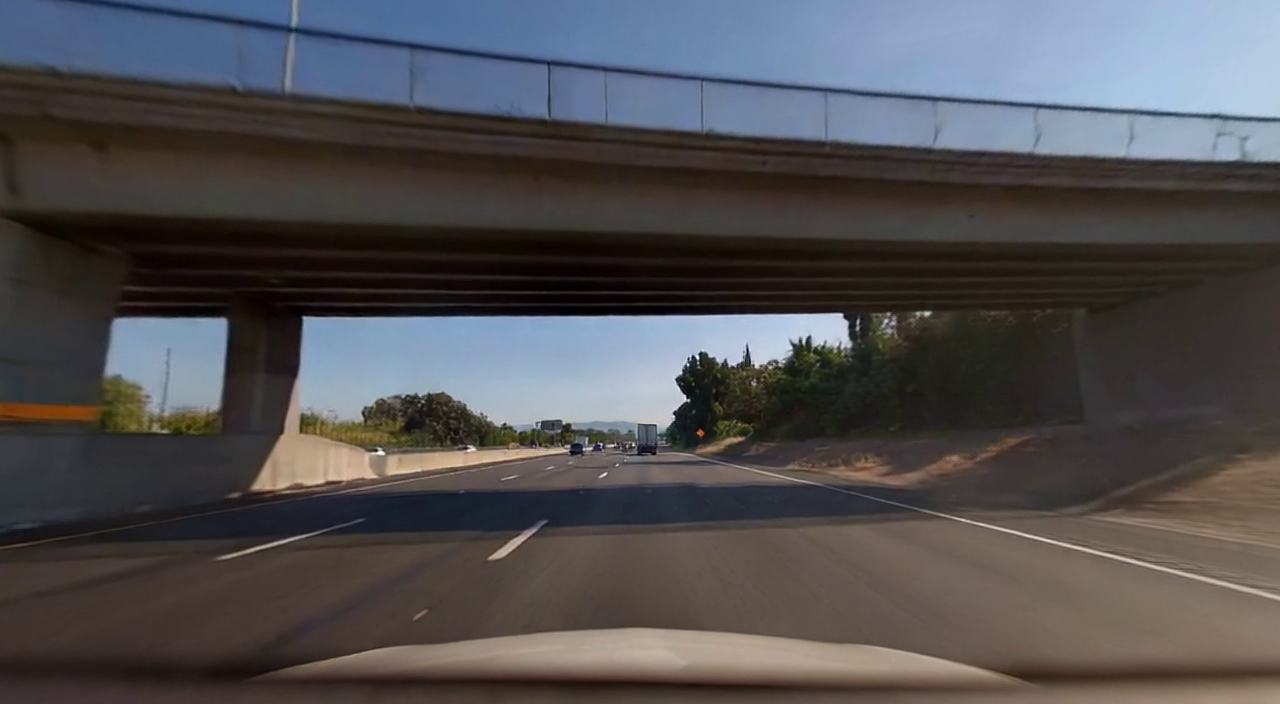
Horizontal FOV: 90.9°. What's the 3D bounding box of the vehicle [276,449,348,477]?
[{"bbox_3d":[-19.950,6.733,38.591,1.907,1.557,4.488,0,-8,1],"label":"vehicle"}]
